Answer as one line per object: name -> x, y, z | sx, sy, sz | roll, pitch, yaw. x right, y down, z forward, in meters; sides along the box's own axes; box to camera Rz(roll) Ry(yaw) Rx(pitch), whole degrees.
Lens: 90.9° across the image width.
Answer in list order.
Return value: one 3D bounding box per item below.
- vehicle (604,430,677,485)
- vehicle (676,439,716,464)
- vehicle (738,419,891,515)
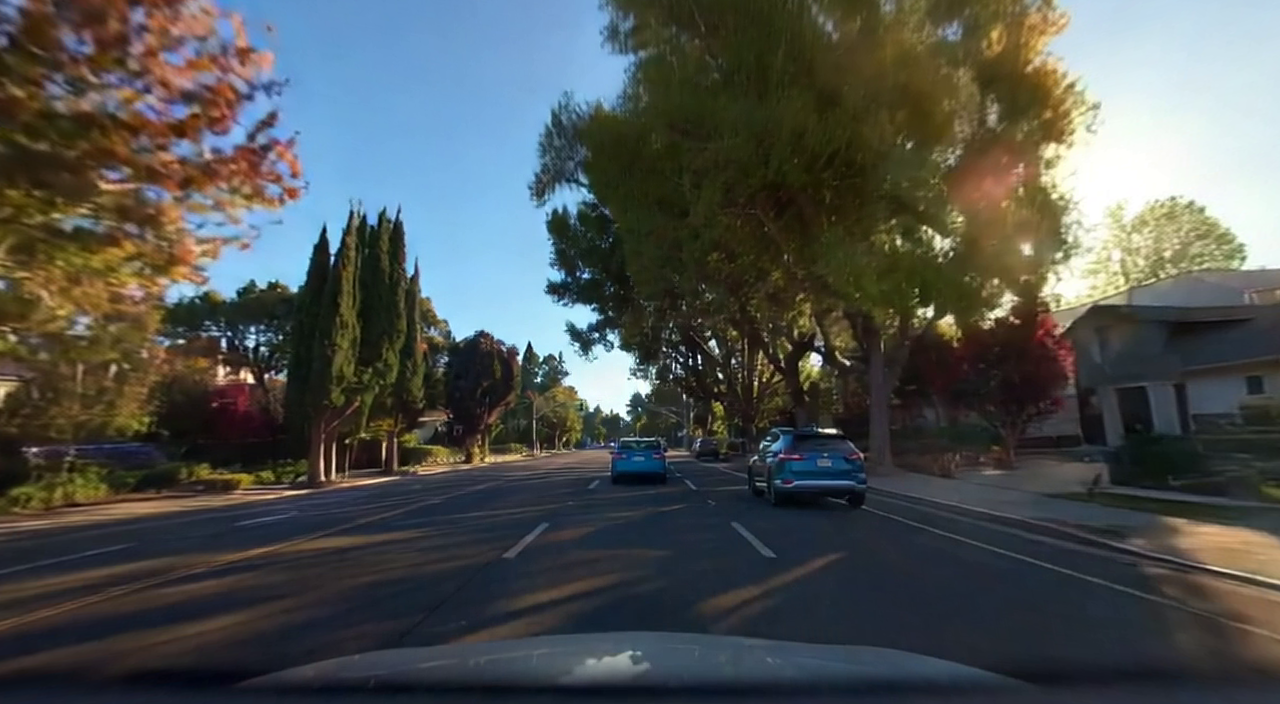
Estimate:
vehicle -> 0.026, 3.520, 21.271 | 2.200, 1.653, 4.127 | 0, -8, 1
vehicle -> 3.409, 6.224, 39.406 | 2.099, 1.463, 4.130 | 0, -8, 0
vehicle -> 3.486, 2.409, 13.649 | 2.024, 1.711, 4.512 | 0, -8, 0
